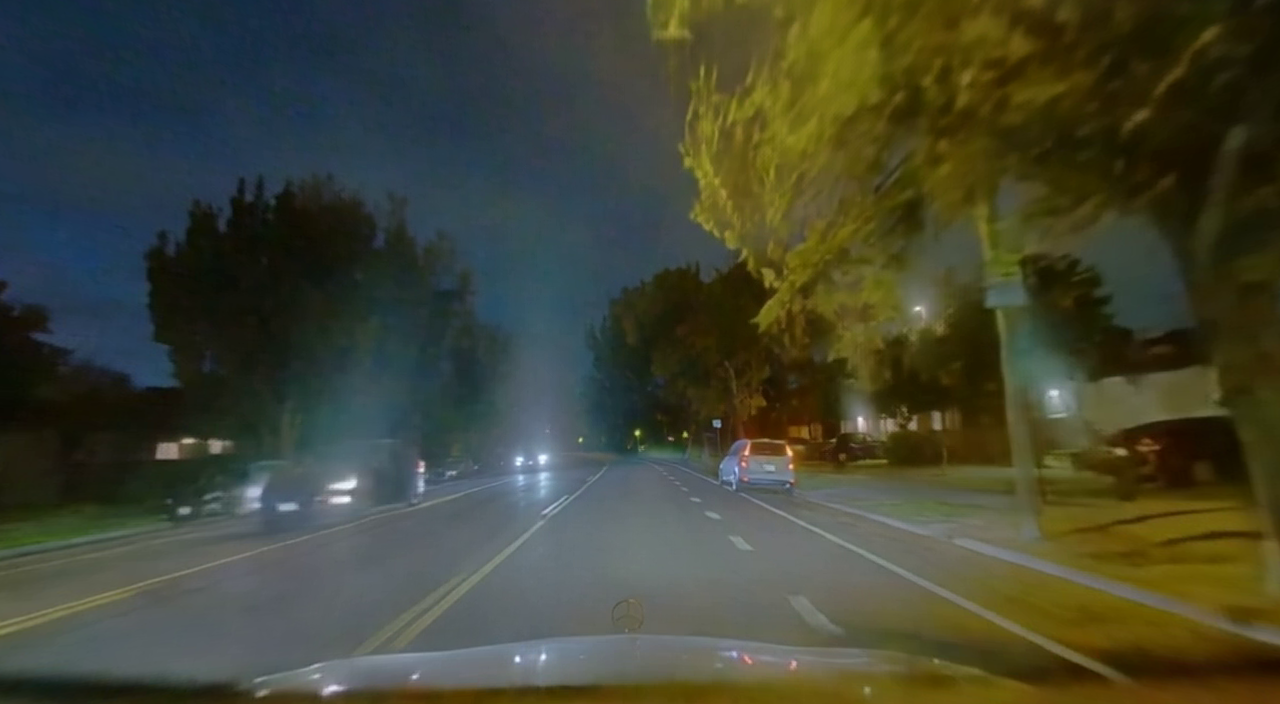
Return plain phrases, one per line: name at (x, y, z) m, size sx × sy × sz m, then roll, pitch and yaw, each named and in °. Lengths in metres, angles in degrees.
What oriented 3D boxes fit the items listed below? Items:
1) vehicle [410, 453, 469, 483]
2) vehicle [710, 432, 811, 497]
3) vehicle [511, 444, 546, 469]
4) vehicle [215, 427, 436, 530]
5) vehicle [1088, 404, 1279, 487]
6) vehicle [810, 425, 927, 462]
vehicle at (-11.146, 6.461, 35.461) m, size 1.922 × 1.496 × 4.598 m, roll 1°, pitch -8°, yaw -1°
vehicle at (3.692, 3.567, 20.549) m, size 2.176 × 1.793 × 5.534 m, roll 1°, pitch -8°, yaw 0°
vehicle at (-8.312, 7.811, 47.524) m, size 2.090 × 1.724 × 4.270 m, roll 1°, pitch -8°, yaw -4°
vehicle at (-6.537, 2.679, 14.082) m, size 2.294 × 1.831 × 5.199 m, roll 1°, pitch -8°, yaw -1°
vehicle at (13.026, 2.094, 14.175) m, size 4.360 × 1.692 × 2.011 m, roll 0°, pitch -8°, yaw 0°
vehicle at (12.560, 5.075, 35.152) m, size 5.437 × 1.931 × 2.837 m, roll 0°, pitch -8°, yaw 1°
